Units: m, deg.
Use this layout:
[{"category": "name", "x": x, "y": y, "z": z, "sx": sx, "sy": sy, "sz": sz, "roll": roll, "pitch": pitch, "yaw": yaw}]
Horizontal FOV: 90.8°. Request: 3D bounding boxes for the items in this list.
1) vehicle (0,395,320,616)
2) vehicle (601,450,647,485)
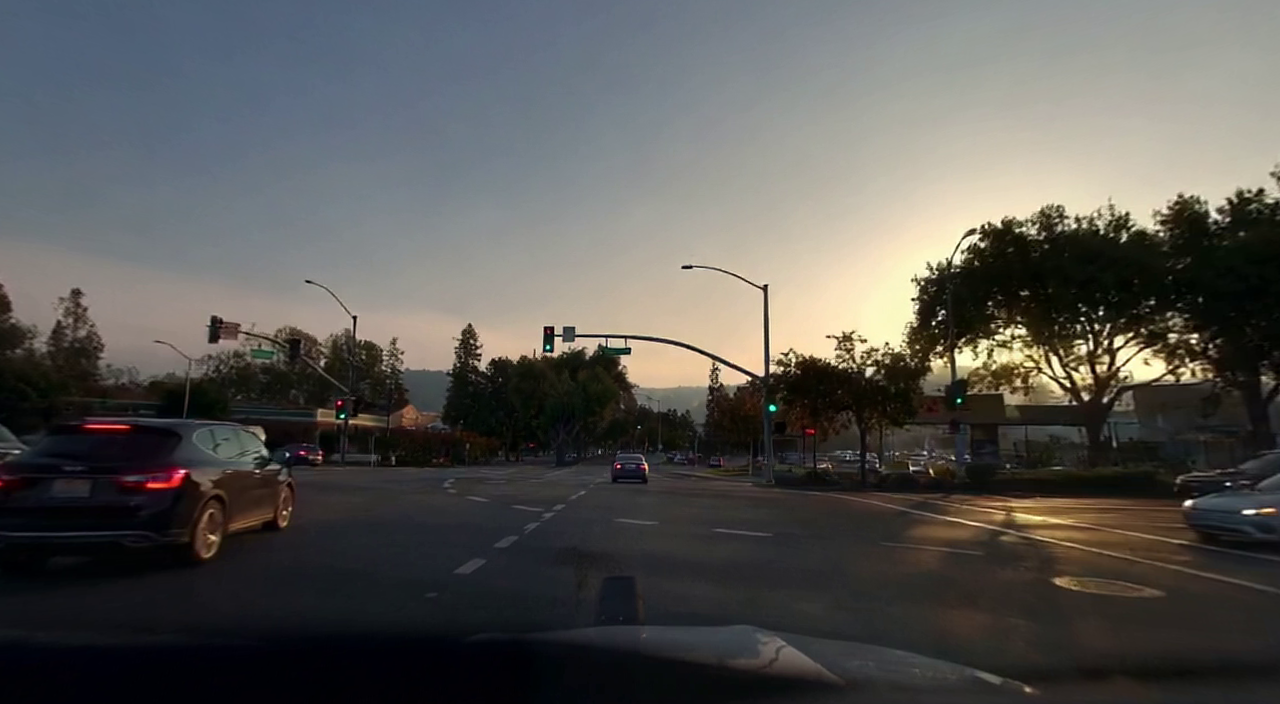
[{"category": "vehicle", "x": -5.319, "y": 1.499, "z": 7.097, "sx": 1.909, "sy": 1.704, "sz": 4.307, "roll": 2, "pitch": -9, "yaw": -12}, {"category": "vehicle", "x": -0.730, "y": 5.164, "z": 28.573, "sx": 1.917, "sy": 1.418, "sz": 3.987, "roll": 1, "pitch": -8, "yaw": -2}]
